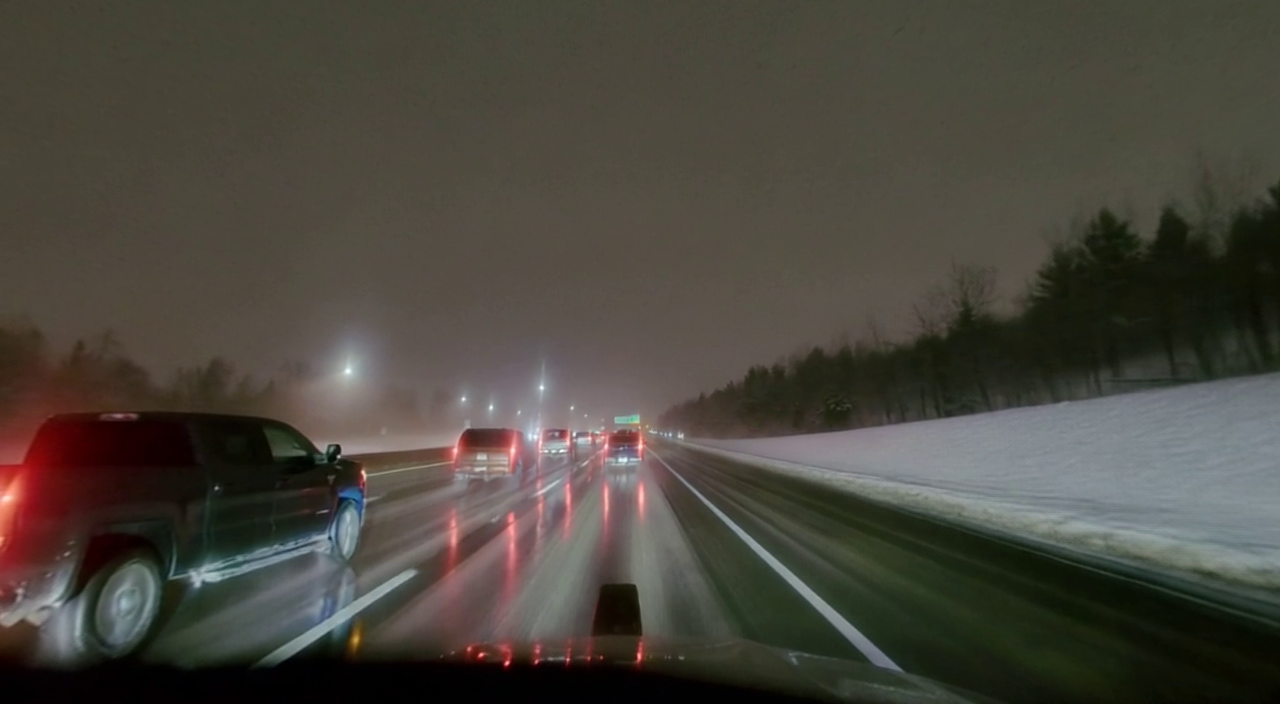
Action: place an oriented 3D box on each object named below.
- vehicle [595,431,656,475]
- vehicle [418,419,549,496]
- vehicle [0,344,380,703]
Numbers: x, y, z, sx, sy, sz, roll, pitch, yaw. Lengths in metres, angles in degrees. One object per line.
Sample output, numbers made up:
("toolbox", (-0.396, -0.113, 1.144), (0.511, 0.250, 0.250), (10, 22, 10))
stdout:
("vehicle", (-0.510, 3.669, 23.062), (2.070, 1.452, 3.834), (0, -8, -1))
("vehicle", (-3.803, 2.657, 16.264), (2.154, 1.690, 4.595), (0, -8, 1))
("vehicle", (-3.843, 1.063, 4.495), (2.107, 1.703, 4.274), (0, -8, 0))
